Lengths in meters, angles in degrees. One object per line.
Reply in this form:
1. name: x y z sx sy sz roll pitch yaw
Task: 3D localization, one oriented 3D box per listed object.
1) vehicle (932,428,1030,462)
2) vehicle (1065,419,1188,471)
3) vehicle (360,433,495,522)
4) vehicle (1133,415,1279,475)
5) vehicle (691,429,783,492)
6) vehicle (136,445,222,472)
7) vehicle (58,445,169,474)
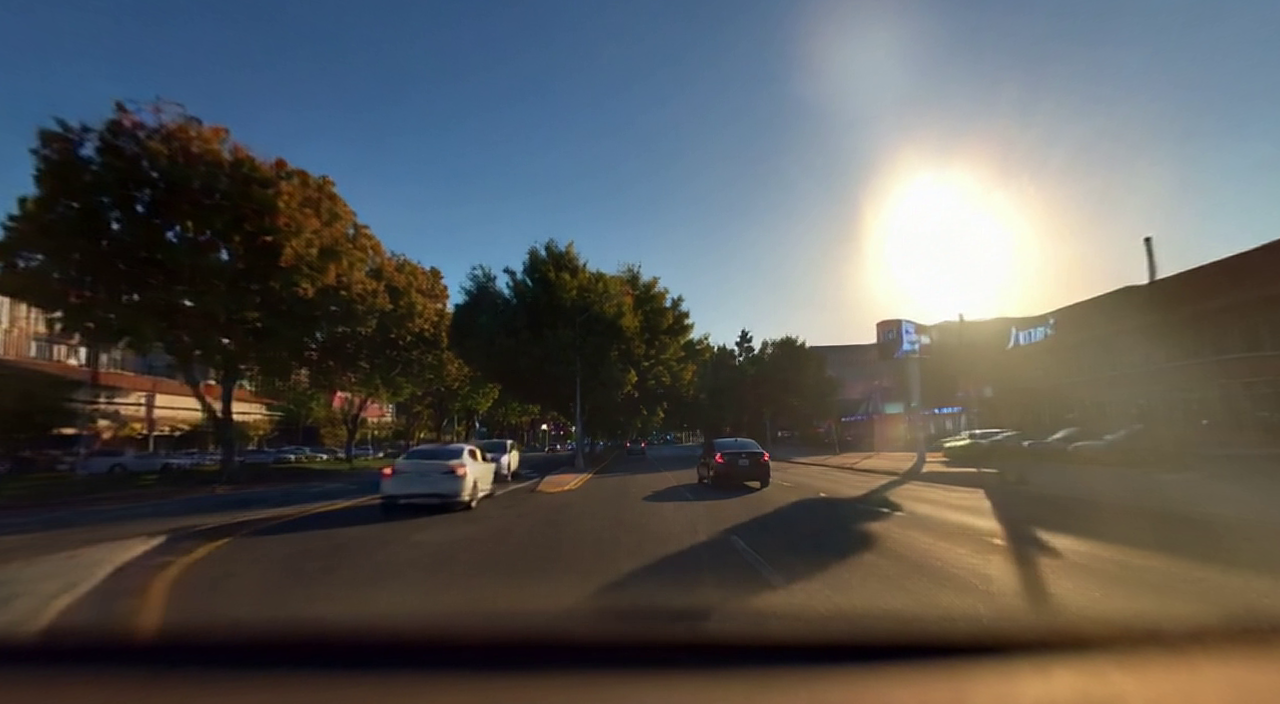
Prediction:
1. vehicle: 17.528 4.768 32.430 4.591 1.645 1.914 4 -9 -24
2. vehicle: 17.765 3.390 23.070 4.074 1.706 1.972 5 -10 -29
3. vehicle: -4.214 2.549 13.255 1.905 1.471 4.302 -1 -9 -8
4. vehicle: 18.190 2.943 20.090 4.446 1.692 2.184 4 -9 -28
5. vehicle: 2.790 3.242 19.188 1.963 1.677 4.229 0 -8 -2
6. vehicle: -30.080 6.963 41.341 3.990 1.569 2.071 -1 -9 -2
7. vehicle: -29.733 6.044 35.769 4.500 1.559 2.001 0 -8 1
